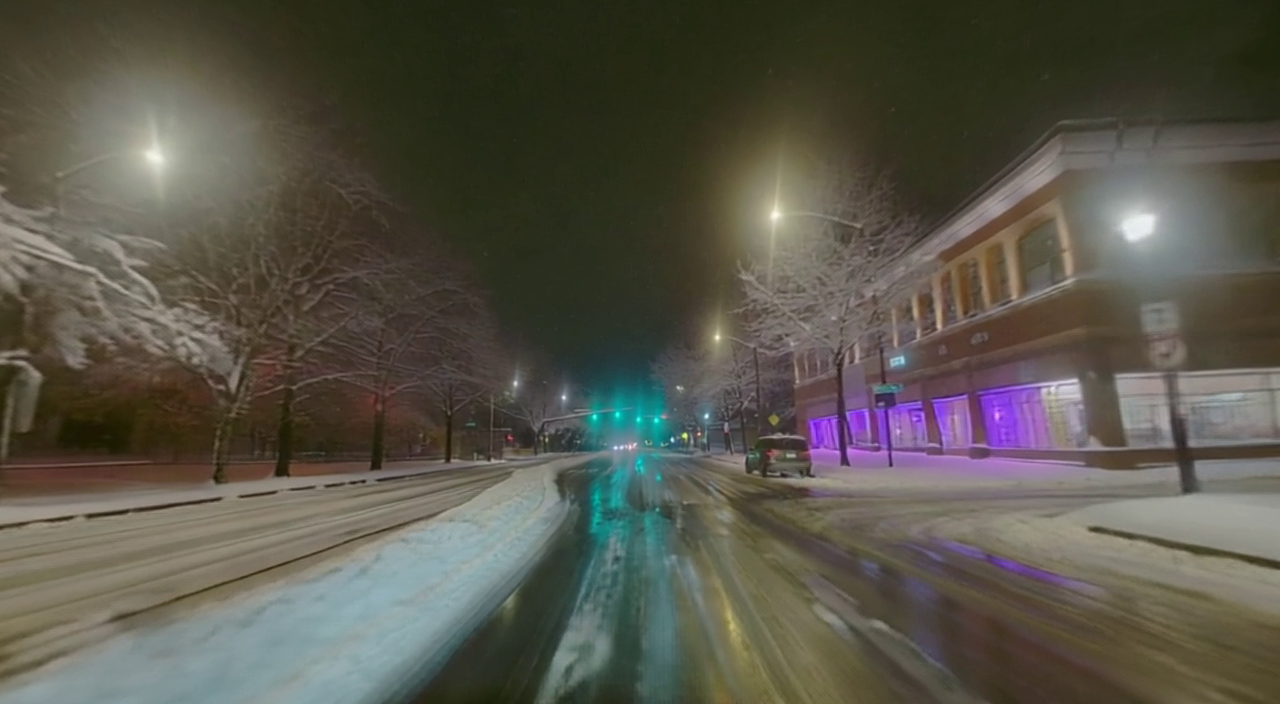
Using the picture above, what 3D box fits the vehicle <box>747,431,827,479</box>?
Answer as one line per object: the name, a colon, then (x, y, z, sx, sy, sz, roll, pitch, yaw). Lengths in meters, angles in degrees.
vehicle: (6.326, 4.510, 27.876, 2.112, 1.894, 4.910, 0, -8, -3)
